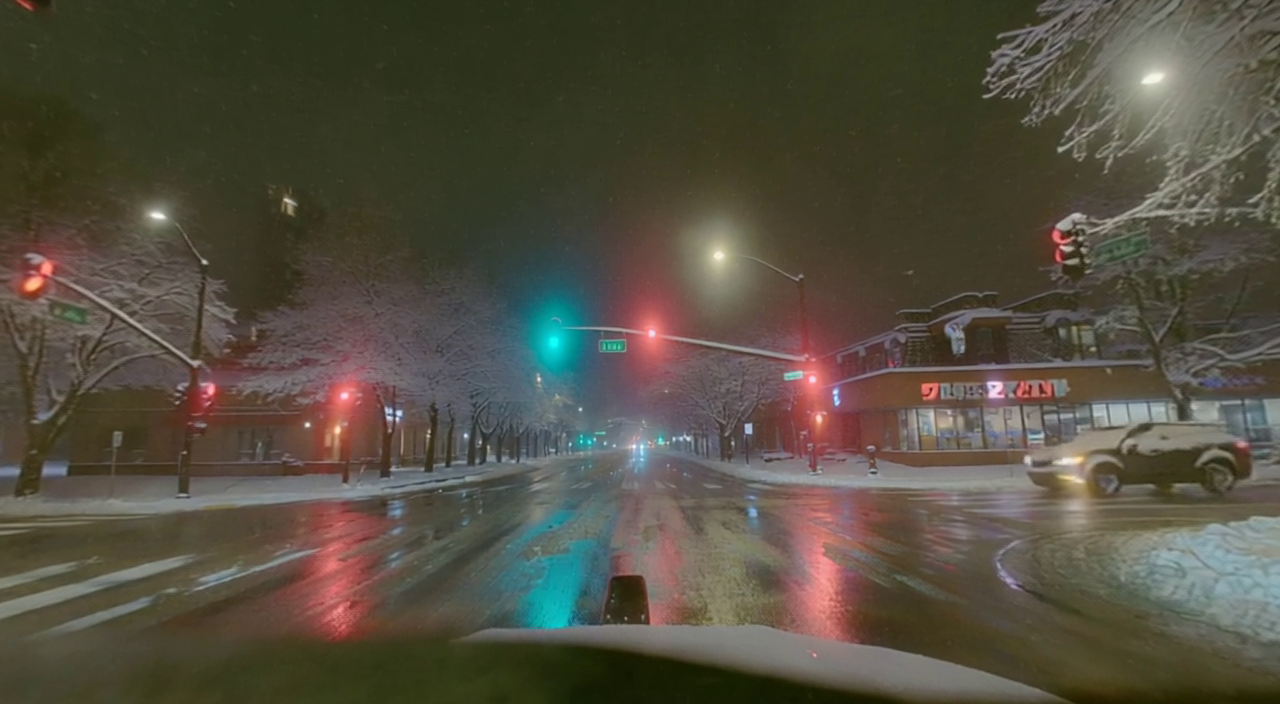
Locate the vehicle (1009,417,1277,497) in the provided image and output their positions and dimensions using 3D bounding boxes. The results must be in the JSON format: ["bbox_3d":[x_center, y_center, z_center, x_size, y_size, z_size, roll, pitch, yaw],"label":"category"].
[{"bbox_3d":[12.159,2.562,15.518,4.836,1.795,1.957,0,-8,0],"label":"vehicle"}]
